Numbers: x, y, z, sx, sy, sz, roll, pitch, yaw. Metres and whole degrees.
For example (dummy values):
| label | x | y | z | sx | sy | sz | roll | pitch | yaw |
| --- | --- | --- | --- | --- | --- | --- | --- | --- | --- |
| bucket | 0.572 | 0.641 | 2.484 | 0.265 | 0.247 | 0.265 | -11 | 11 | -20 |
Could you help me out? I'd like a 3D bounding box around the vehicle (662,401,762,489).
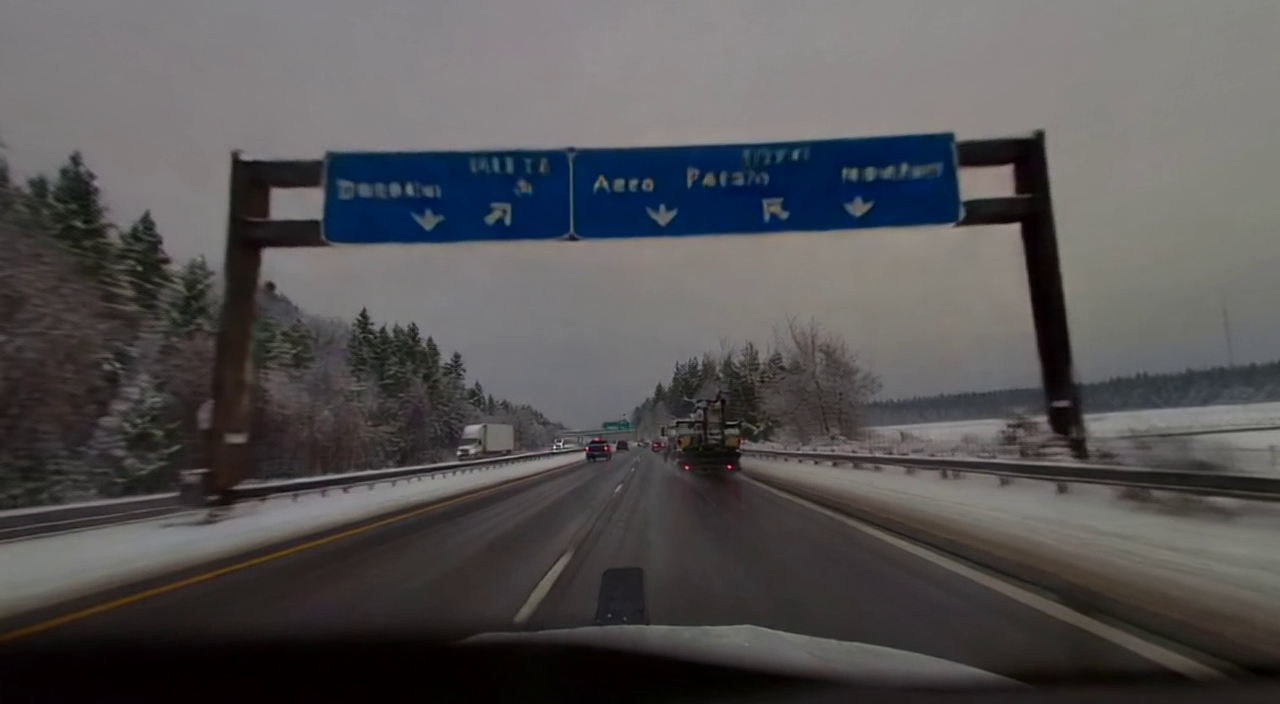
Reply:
| label | x | y | z | sx | sy | sz | roll | pitch | yaw |
| --- | --- | --- | --- | --- | --- | --- | --- | --- | --- |
| vehicle | 2.104 | 3.050 | 20.791 | 2.677 | 2.439 | 6.402 | 0 | -8 | 1 |
